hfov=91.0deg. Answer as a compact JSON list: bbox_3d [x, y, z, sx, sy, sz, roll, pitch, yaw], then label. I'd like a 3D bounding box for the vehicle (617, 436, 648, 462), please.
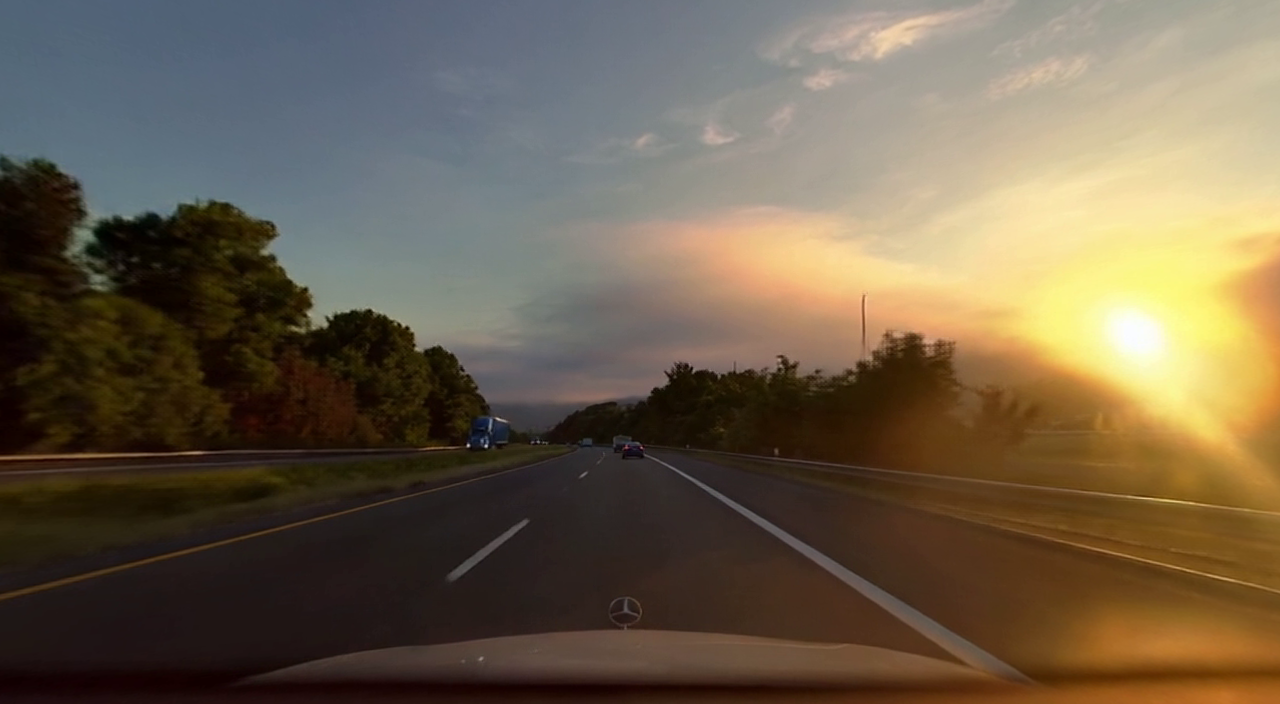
[{"bbox_3d":[-0.596,6.948,45.096,2.079,1.729,4.380,0,-8,-3],"label":"vehicle"}]
